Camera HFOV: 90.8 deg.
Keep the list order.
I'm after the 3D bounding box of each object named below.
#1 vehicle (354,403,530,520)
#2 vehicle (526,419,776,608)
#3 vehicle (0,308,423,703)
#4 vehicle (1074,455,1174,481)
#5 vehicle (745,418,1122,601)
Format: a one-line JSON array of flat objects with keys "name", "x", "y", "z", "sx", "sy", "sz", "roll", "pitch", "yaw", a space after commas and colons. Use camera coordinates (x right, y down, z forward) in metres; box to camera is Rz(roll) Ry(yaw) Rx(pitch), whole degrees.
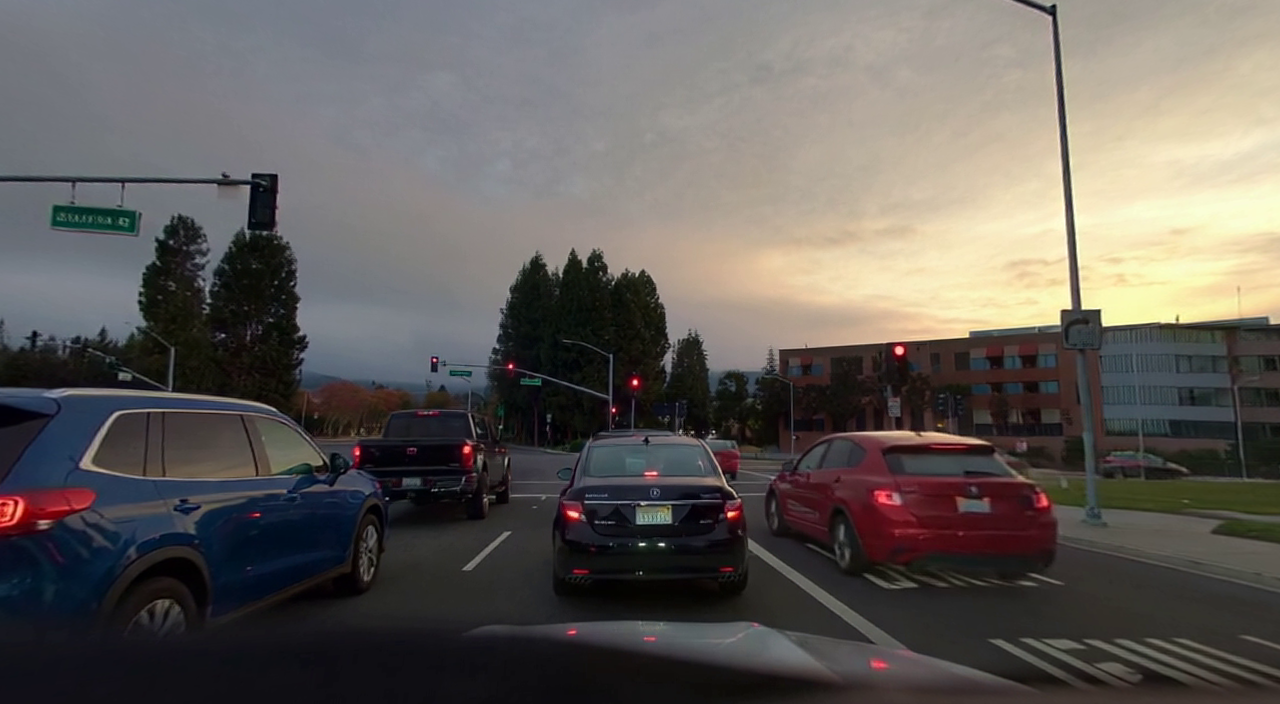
[{"name": "vehicle", "x": -3.887, "y": 2.289, "z": 13.718, "sx": 2.305, "sy": 1.984, "sz": 5.586, "roll": 0, "pitch": -8, "yaw": -3}, {"name": "vehicle", "x": -0.054, "y": 1.613, "z": 7.337, "sx": 2.001, "sy": 1.483, "sz": 4.442, "roll": 0, "pitch": -8, "yaw": -4}, {"name": "vehicle", "x": -3.154, "y": 1.022, "z": 4.278, "sx": 1.924, "sy": 1.737, "sz": 4.387, "roll": 0, "pitch": -8, "yaw": -2}, {"name": "vehicle", "x": 29.749, "y": 7.143, "z": 38.903, "sx": 4.609, "sy": 1.513, "sz": 1.861, "roll": 0, "pitch": -8, "yaw": -2}, {"name": "vehicle", "x": 2.928, "y": 1.687, "z": 7.820, "sx": 2.100, "sy": 1.524, "sz": 4.746, "roll": 0, "pitch": -8, "yaw": -4}]
